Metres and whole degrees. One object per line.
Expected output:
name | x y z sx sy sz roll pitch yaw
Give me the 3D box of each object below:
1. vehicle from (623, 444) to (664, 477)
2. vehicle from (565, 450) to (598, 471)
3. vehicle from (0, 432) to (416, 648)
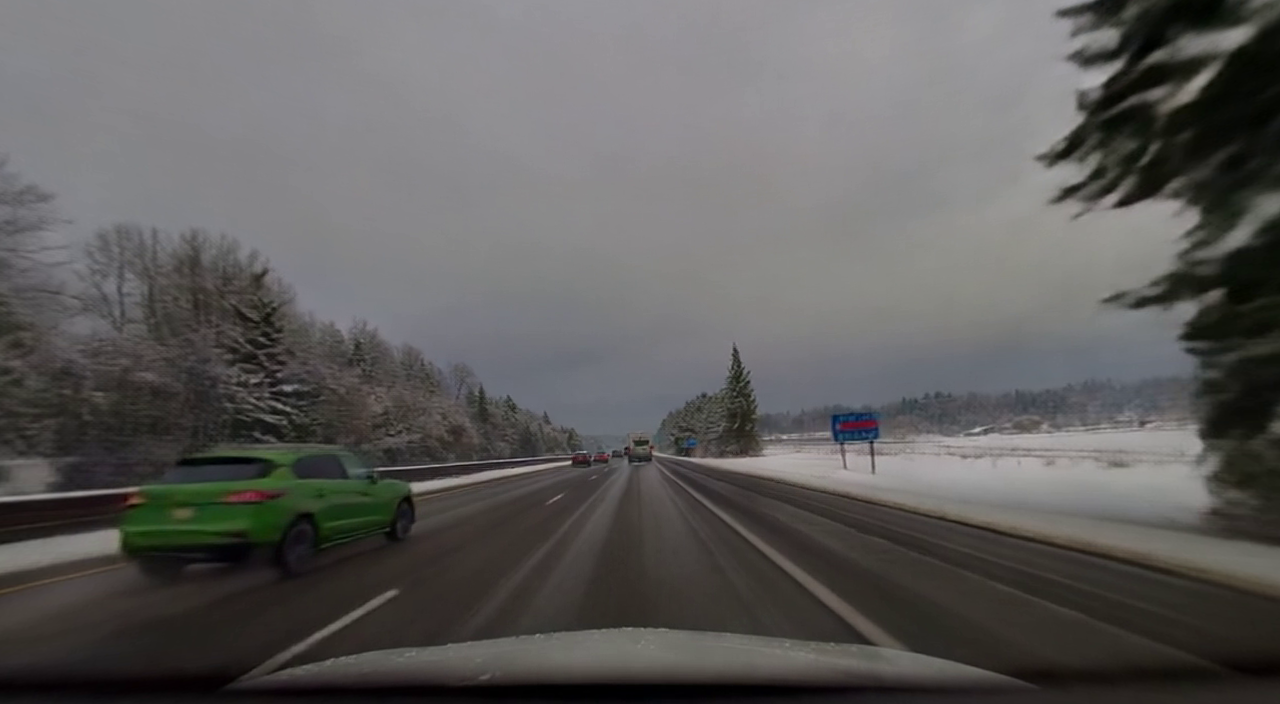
vehicle | 0.169 5.973 34.742 2.172 1.687 3.929 0 -9 0
vehicle | -4.309 8.093 47.072 2.031 1.482 4.248 0 -9 0
vehicle | -4.168 1.642 6.597 1.998 1.460 4.422 0 -9 0
